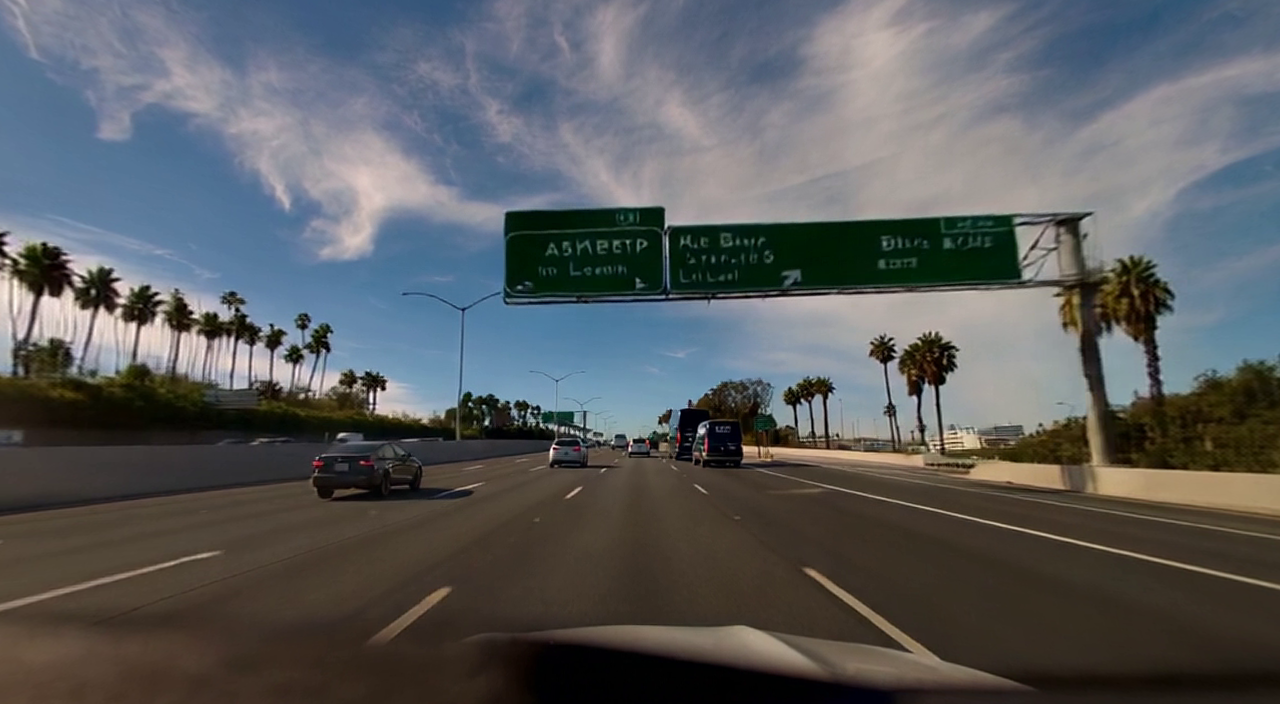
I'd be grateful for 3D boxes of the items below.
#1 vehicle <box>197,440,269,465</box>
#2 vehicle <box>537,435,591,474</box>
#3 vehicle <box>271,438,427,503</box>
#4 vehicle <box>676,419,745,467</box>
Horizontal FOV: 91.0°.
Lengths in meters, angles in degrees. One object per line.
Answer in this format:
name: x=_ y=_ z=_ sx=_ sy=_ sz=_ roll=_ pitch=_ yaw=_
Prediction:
vehicle: x=-31.346 y=7.727 z=48.709 sx=2.342 sy=1.798 sz=4.902 roll=0 pitch=-9 yaw=-1
vehicle: x=-3.506 y=4.832 z=29.879 sx=2.017 sy=1.683 sz=4.094 roll=0 pitch=-9 yaw=0
vehicle: x=-7.498 y=3.087 z=16.823 sx=2.050 sy=1.487 sz=4.372 roll=0 pitch=-9 yaw=0
vehicle: x=4.256 y=6.098 z=41.898 sx=2.891 sy=2.596 sz=15.534 roll=0 pitch=-9 yaw=0
